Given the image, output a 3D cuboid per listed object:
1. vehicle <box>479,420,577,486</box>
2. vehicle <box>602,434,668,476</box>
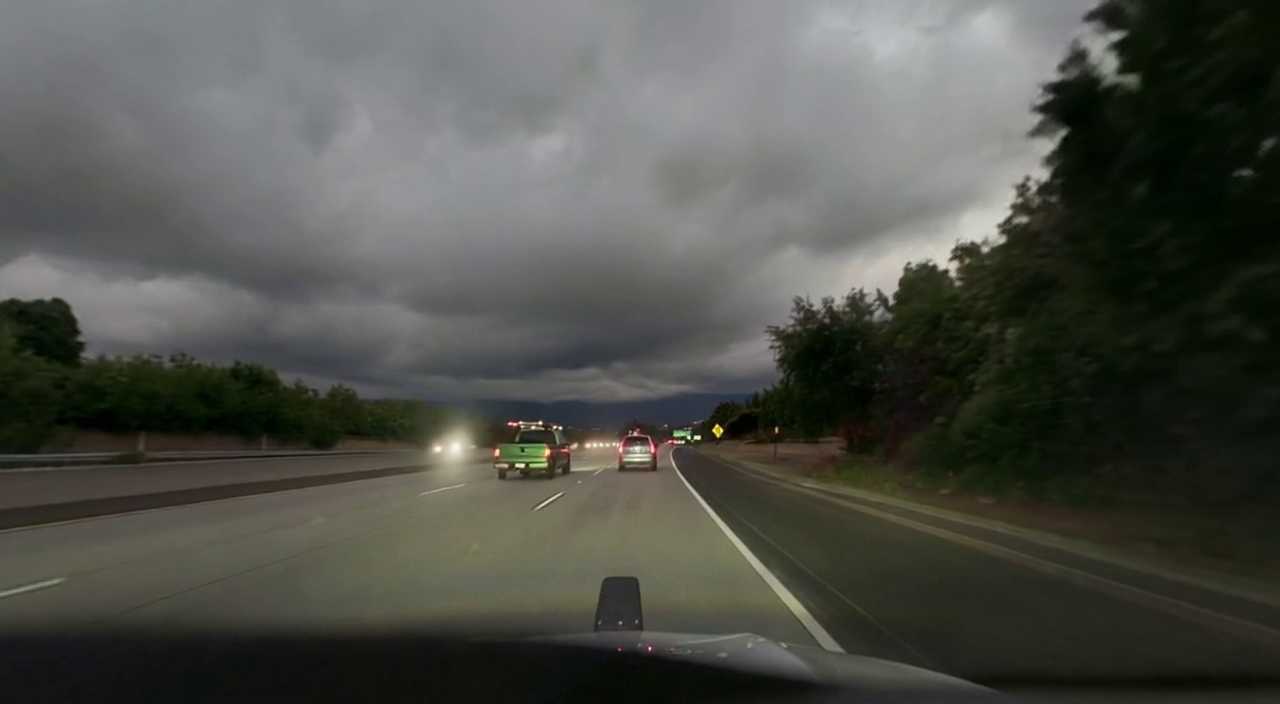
[{"bbox_3d":[-3.568,3.360,21.163,2.250,1.947,4.860,0,-8,2],"label":"vehicle"},{"bbox_3d":[-0.135,4.611,28.483,2.715,1.669,5.163,0,-8,1],"label":"vehicle"}]
